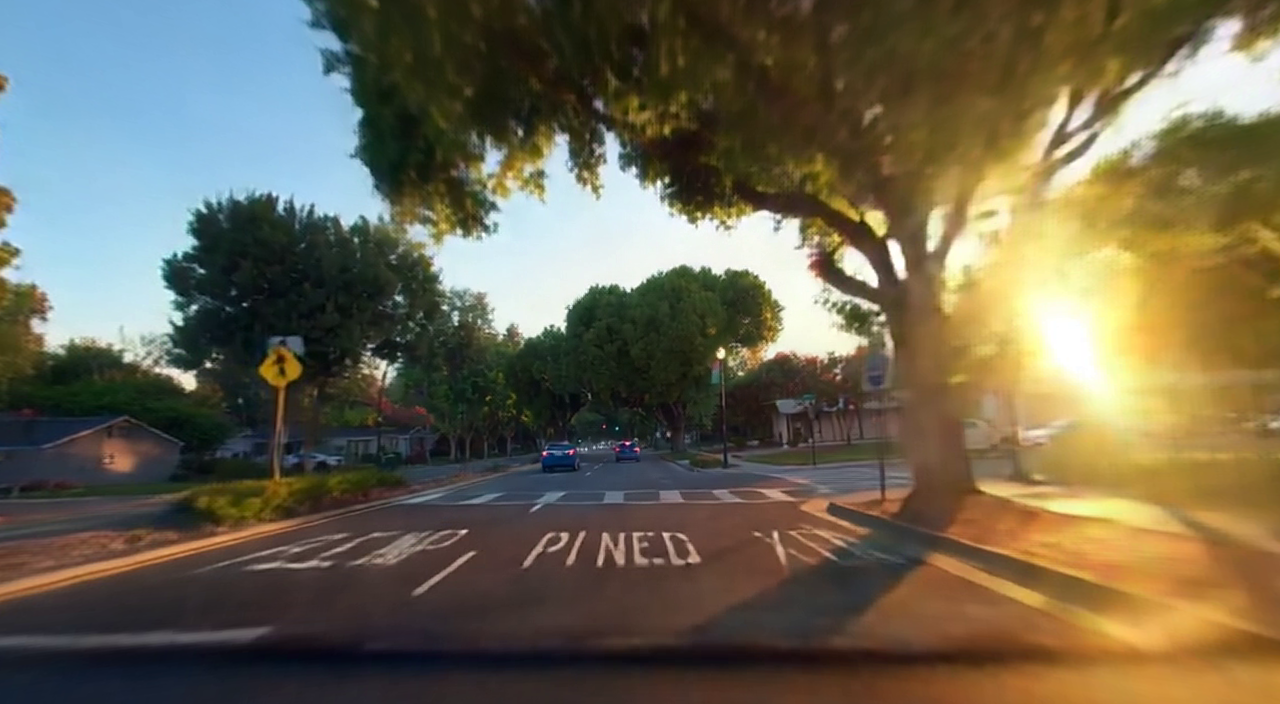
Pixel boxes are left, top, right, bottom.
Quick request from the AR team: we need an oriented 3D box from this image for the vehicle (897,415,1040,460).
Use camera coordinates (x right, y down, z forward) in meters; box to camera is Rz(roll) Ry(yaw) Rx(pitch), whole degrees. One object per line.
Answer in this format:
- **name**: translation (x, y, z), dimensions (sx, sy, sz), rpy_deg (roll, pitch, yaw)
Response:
- **vehicle**: translation (15.111, 3.991, 29.235), dimensions (5.230, 2.007, 2.410), rpy_deg (0, -8, 1)

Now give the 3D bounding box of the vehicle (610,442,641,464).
- **vehicle**: translation (-1.026, 7.455, 46.602), dimensions (2.187, 1.478, 4.138), rpy_deg (0, -8, -1)

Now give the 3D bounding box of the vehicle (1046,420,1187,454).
- **vehicle**: translation (22.258, 4.011, 29.525), dimensions (5.025, 1.532, 1.958), rpy_deg (0, -8, -1)

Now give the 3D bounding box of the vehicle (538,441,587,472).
- **vehicle**: translation (-3.964, 5.454, 33.101), dimensions (2.083, 1.460, 4.527), rpy_deg (0, -8, -1)

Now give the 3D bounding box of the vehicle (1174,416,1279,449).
- **vehicle**: translation (28.203, 3.836, 29.685), dimensions (4.444, 1.482, 1.883), rpy_deg (1, -9, -6)
